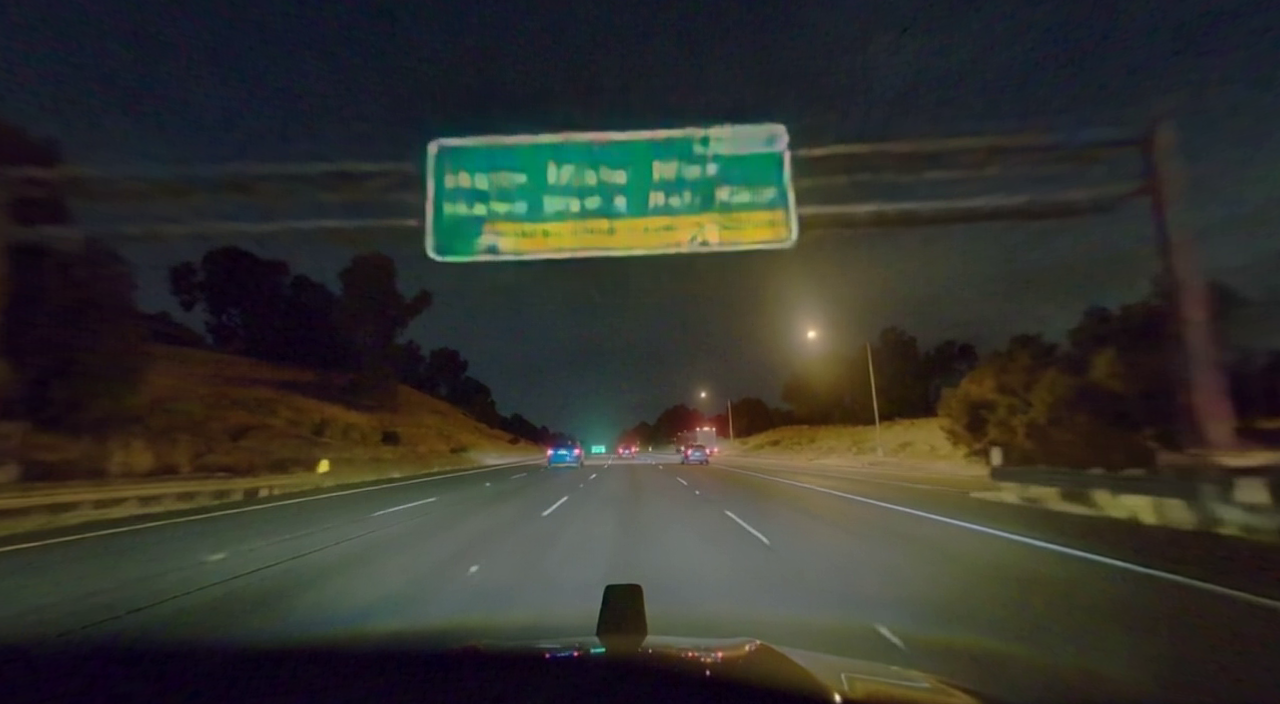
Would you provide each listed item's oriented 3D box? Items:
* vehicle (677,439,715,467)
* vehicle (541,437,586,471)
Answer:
[{"bbox_3d":[3.589,6.549,41.230,1.995,1.712,4.206,0,-8,-2],"label":"vehicle"},{"bbox_3d":[-4.398,5.913,36.869,2.120,1.855,4.619,0,-8,-1],"label":"vehicle"}]
